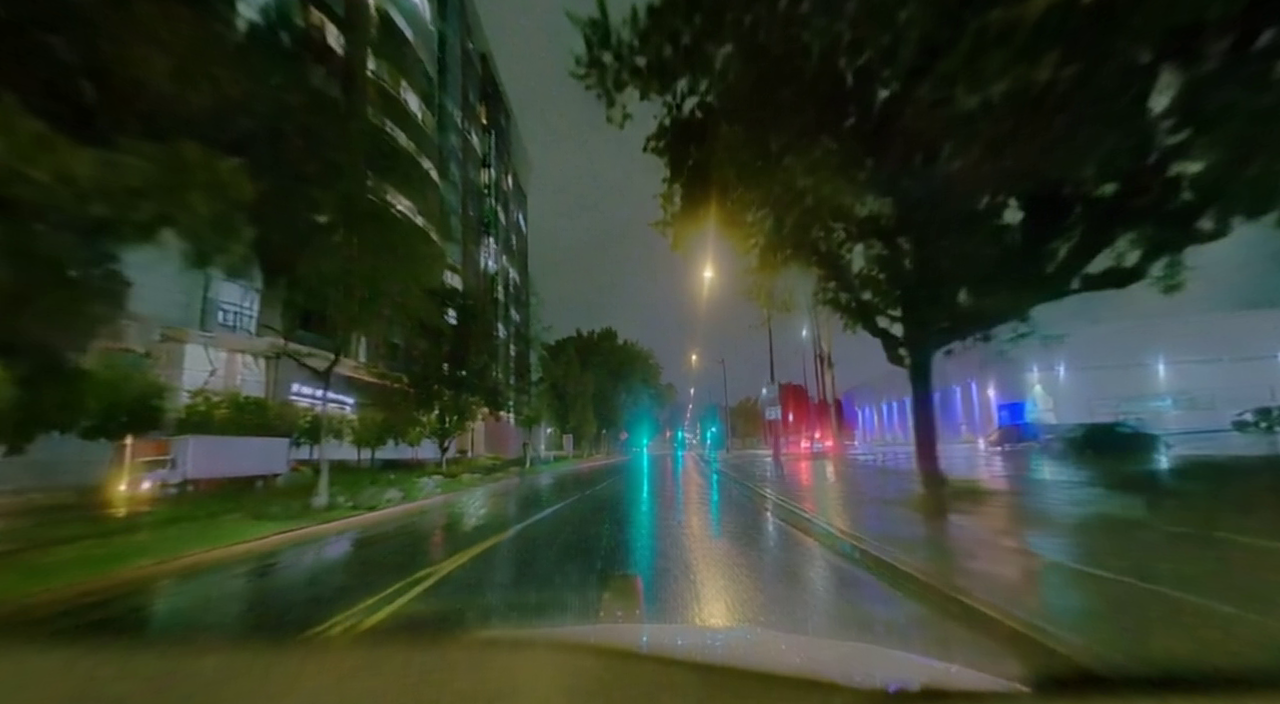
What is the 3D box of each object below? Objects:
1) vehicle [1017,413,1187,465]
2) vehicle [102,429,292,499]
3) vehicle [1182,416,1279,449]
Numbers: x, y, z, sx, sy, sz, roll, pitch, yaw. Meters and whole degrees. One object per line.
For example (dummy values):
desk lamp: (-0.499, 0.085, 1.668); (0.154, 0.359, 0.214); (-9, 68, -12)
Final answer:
vehicle: (14.927, 2.850, 20.499); (3.997, 1.579, 1.799); (-1, -9, 3)
vehicle: (-19.749, 4.952, 28.662); (2.166, 2.698, 7.006); (-7, -9, 20)
vehicle: (27.120, 3.646, 28.308); (3.531, 1.414, 1.906); (-1, -9, 5)
